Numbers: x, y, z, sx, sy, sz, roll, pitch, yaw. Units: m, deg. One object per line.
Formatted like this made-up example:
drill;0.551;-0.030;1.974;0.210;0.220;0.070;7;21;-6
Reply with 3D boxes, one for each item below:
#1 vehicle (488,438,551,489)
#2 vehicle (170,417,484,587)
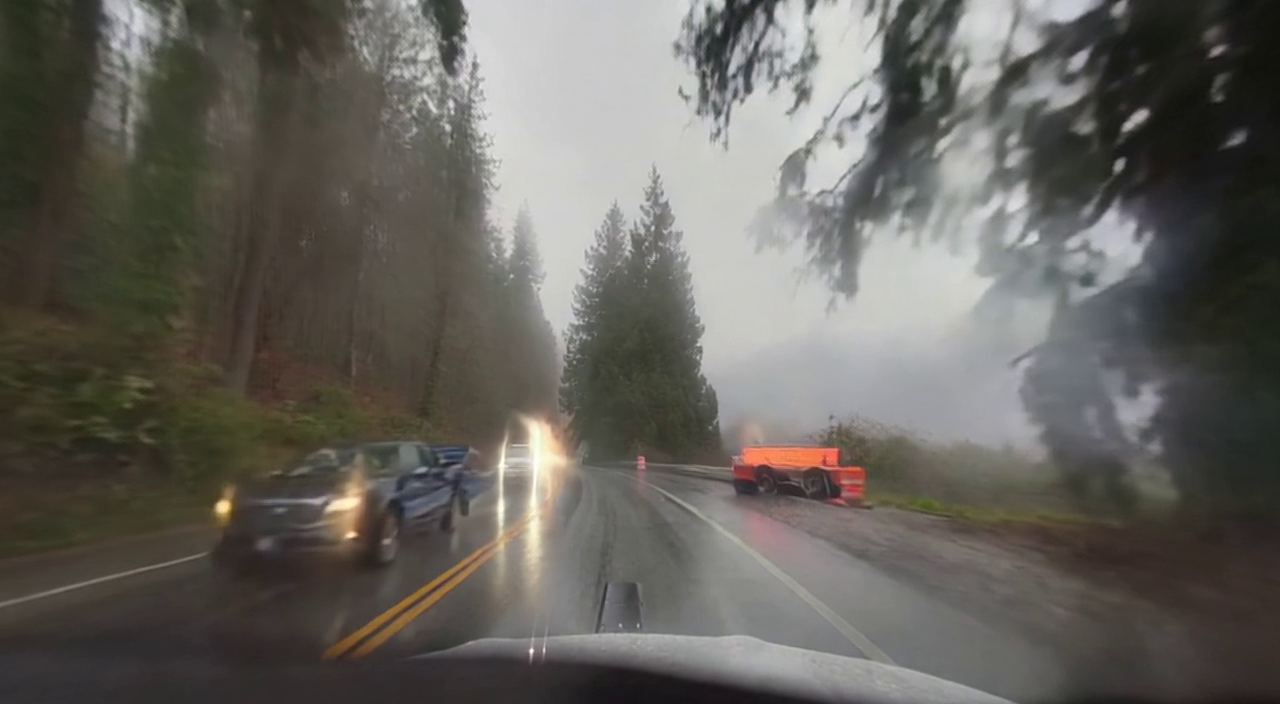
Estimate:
vehicle;-4.631;4.328;24.923;2.057;1.792;4.457;0;-8;-6
vehicle;-3.835;1.901;9.007;2.177;1.721;4.794;0;-8;-2
